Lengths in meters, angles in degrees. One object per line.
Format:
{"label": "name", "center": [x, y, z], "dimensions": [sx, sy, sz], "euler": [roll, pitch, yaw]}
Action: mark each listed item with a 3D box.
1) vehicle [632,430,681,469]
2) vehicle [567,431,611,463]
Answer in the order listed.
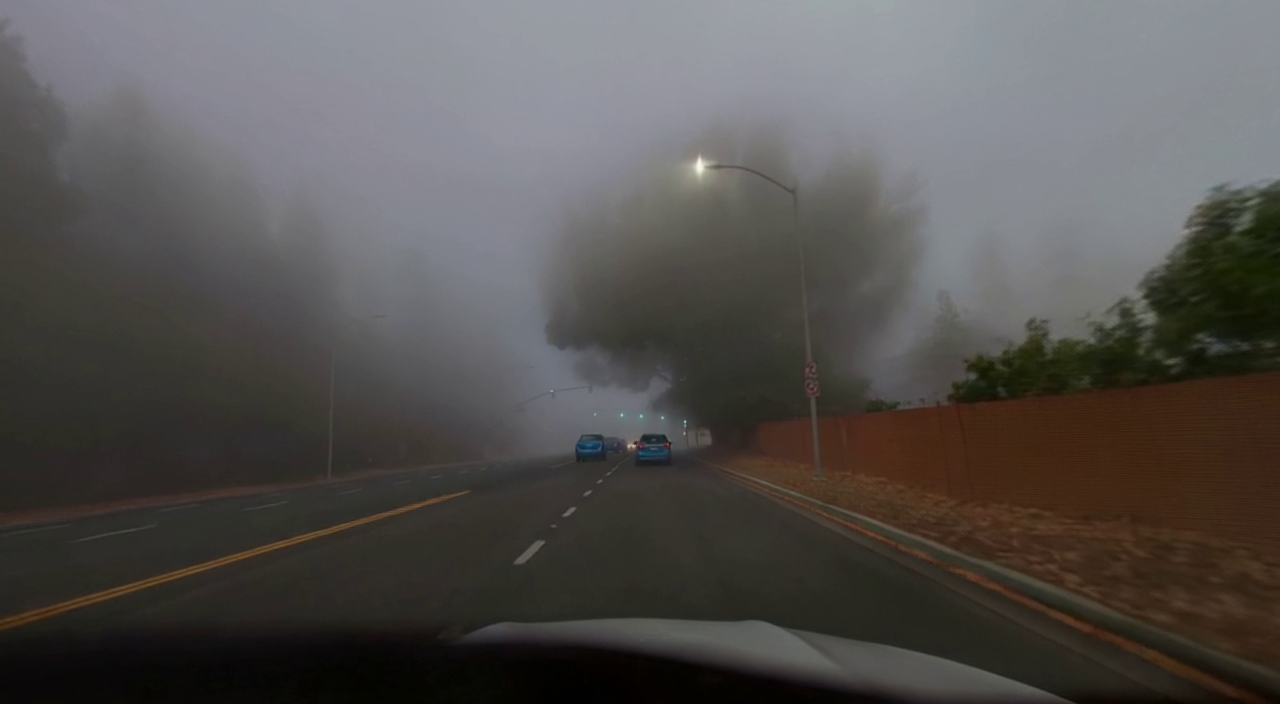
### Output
{"label": "vehicle", "center": [0.744, 4.564, 29.621], "dimensions": [2.127, 1.665, 3.993], "euler": [0, -8, 0]}
{"label": "vehicle", "center": [-2.994, 5.710, 37.962], "dimensions": [2.190, 1.766, 4.394], "euler": [0, -8, 1]}
